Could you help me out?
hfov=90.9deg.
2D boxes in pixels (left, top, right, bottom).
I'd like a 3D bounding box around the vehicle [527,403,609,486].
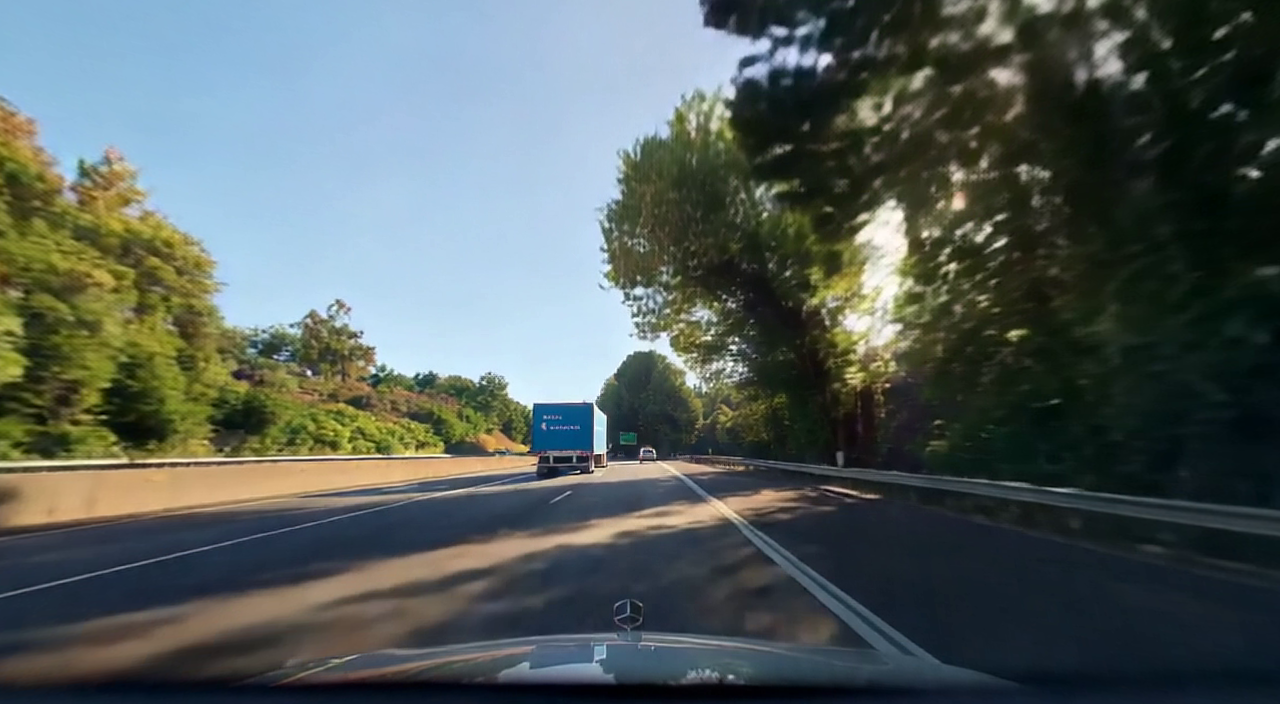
[{"bbox_3d":[-2.920,4.063,27.588,2.695,3.151,6.885,0,-9,0],"label":"vehicle"}]
